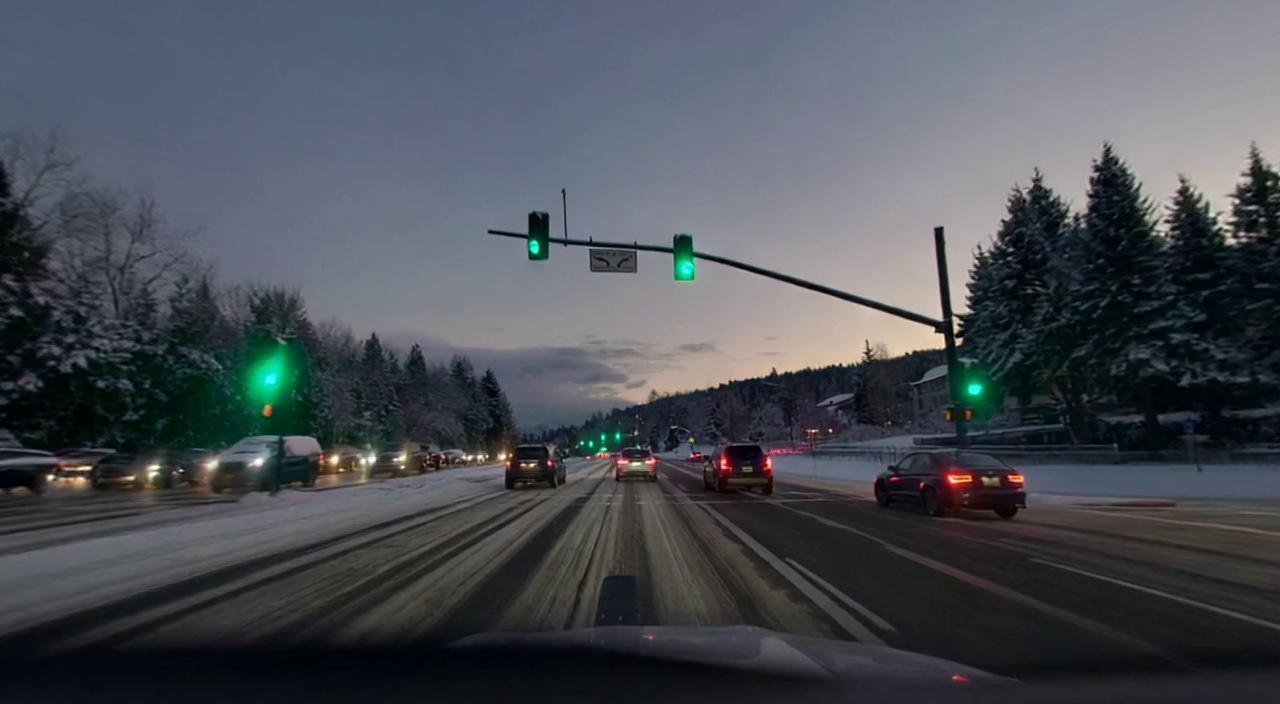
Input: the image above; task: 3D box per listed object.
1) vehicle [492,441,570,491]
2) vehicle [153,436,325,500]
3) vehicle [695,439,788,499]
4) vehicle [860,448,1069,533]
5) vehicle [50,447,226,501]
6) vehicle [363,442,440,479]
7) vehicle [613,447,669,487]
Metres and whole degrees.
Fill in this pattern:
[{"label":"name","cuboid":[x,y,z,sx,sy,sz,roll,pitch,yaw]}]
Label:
[{"label":"vehicle","cuboid":[-3.930,4.174,23.565,2.172,1.671,4.175,0,-8,0]},{"label":"vehicle","cuboid":[-12.451,3.606,20.137,2.208,1.773,4.900,0,-8,0]},{"label":"vehicle","cuboid":[3.117,3.692,20.387,2.161,1.716,4.194,0,-8,-2]},{"label":"vehicle","cuboid":[6.349,2.718,13.061,1.945,1.408,4.288,0,-8,-2]},{"label":"vehicle","cuboid":[-15.998,3.880,20.531,2.071,1.473,4.444,-2,-9,0]},{"label":"vehicle","cuboid":[-12.762,5.799,34.179,2.259,1.804,4.990,0,-8,-1]},{"label":"vehicle","cuboid":[-0.004,4.690,26.243,2.155,1.486,4.403,0,-8,-1]}]
